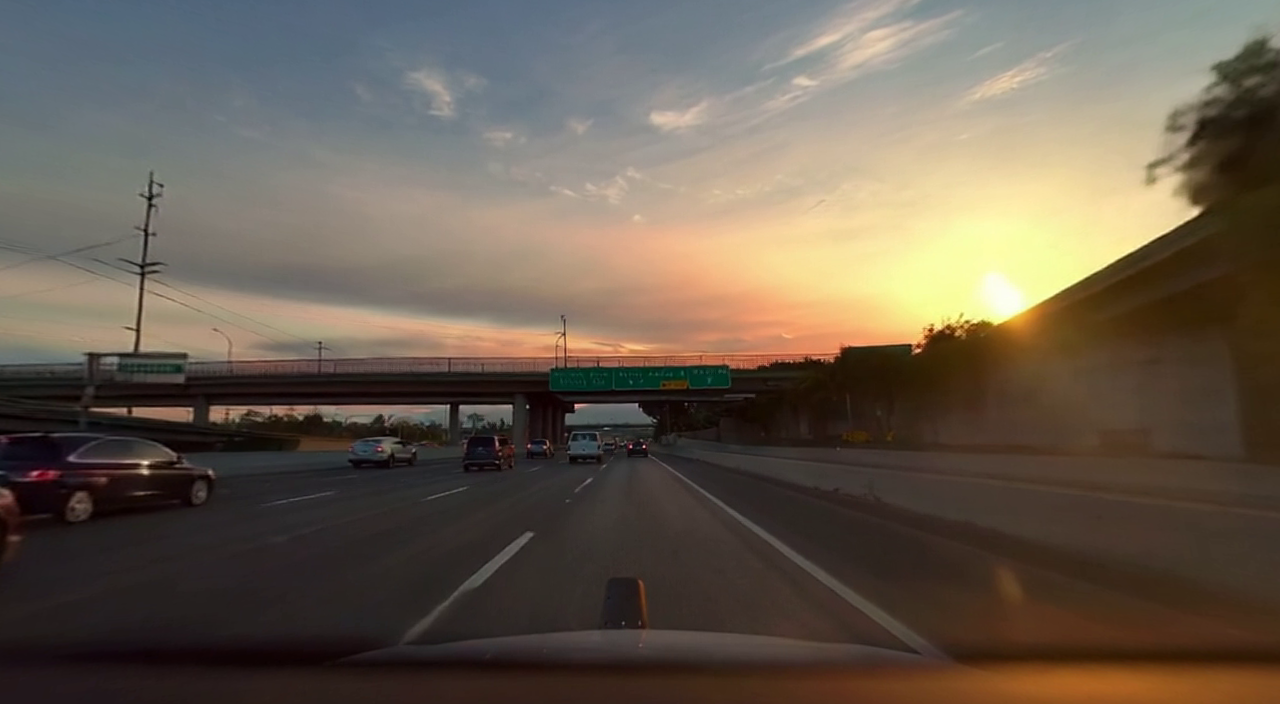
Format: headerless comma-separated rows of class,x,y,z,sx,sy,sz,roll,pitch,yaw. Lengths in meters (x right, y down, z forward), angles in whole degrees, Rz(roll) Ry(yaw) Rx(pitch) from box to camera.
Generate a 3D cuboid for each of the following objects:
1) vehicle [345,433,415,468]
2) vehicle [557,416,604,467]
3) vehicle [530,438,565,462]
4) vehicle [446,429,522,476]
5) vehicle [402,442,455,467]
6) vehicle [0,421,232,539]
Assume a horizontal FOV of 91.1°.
vehicle,-17.140,6.546,41.813,2.258,2.139,5.495,0,-8,1
vehicle,-3.504,5.492,38.434,2.301,2.843,6.458,0,-8,-1
vehicle,-7.184,7.679,49.382,2.109,1.784,4.709,0,-8,-1
vehicle,-6.953,4.542,28.532,2.179,1.948,4.618,0,-8,1
vehicle,-13.605,6.612,40.638,1.899,1.485,4.368,0,-8,0
vehicle,-10.108,2.235,11.613,1.940,1.706,4.678,0,-8,0
